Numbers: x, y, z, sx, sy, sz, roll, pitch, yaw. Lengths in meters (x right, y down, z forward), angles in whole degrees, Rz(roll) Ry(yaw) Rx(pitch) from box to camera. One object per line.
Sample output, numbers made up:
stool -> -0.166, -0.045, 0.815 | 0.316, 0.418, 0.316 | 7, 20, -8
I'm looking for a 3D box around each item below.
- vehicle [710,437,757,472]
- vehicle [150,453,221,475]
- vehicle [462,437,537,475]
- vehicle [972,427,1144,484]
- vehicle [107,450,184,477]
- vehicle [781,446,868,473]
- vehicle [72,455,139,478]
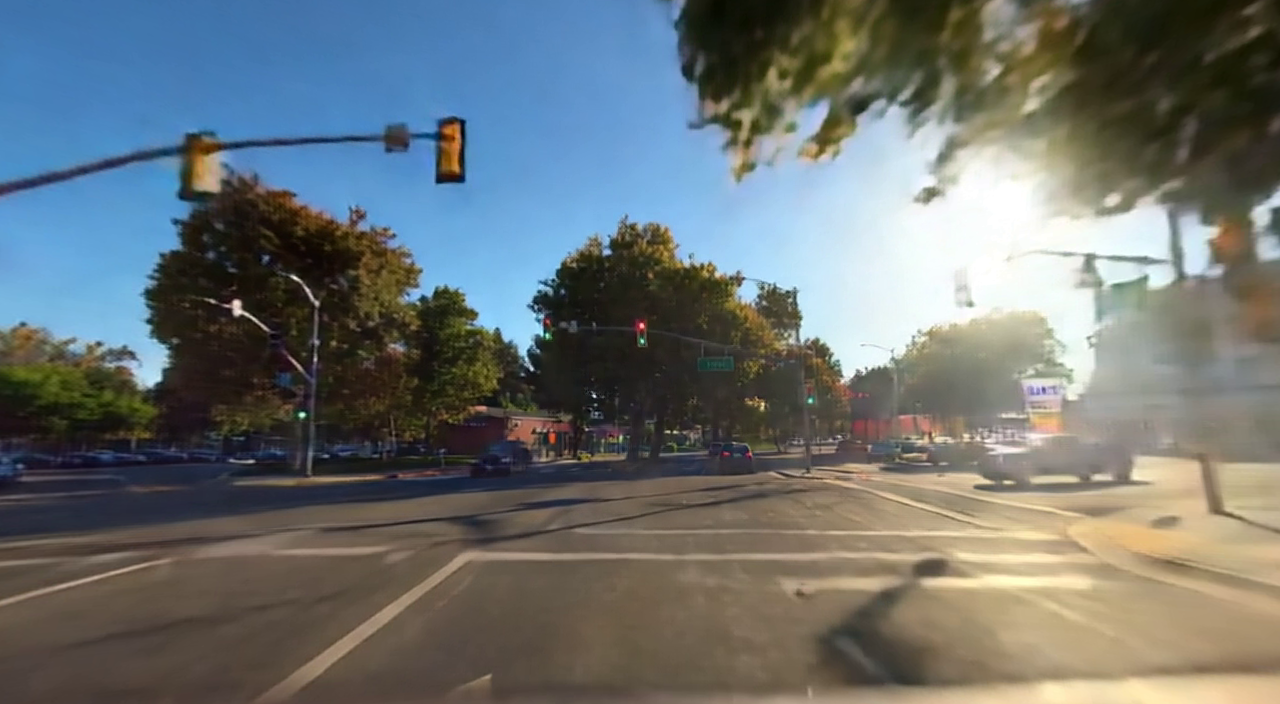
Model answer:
vehicle -> 4.910, 5.469, 33.761 | 2.311, 1.715, 4.287 | -1, -8, 6
vehicle -> -33.786, 8.328, 47.011 | 1.802, 1.442, 4.601 | 0, -8, 2
vehicle -> -6.734, 5.042, 30.712 | 2.309, 1.702, 4.323 | -1, -8, 5
vehicle -> 15.244, 3.789, 23.218 | 4.713, 1.969, 2.201 | 0, -8, -2
vehicle -> -36.277, 8.179, 46.401 | 2.122, 1.801, 4.427 | 0, -8, -1
vehicle -> 10.526, 6.137, 36.241 | 1.938, 1.466, 4.434 | 6, -10, -36
vehicle -> -39.205, 8.389, 46.312 | 1.799, 1.452, 3.649 | -2, -7, -1
